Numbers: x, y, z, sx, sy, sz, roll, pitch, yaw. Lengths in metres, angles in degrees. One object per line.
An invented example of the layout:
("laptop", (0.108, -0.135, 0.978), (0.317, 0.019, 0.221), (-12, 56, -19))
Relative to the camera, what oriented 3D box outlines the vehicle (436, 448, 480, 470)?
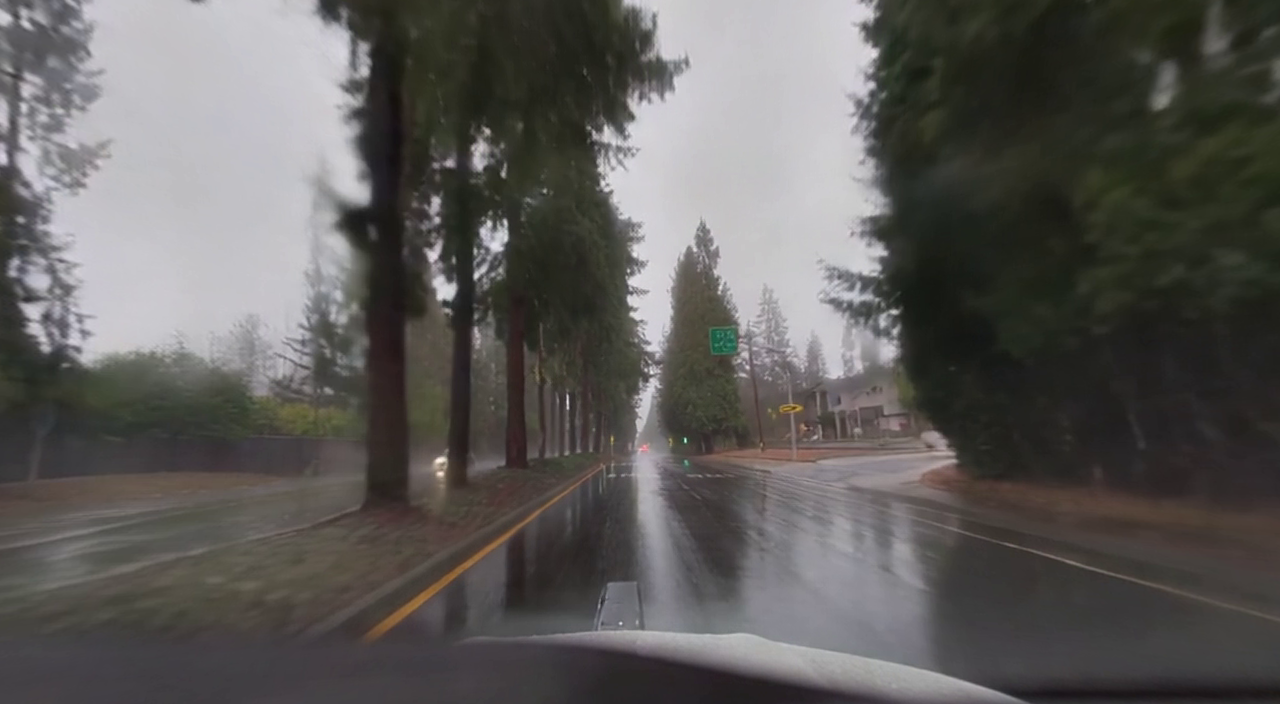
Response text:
("vehicle", (-13.617, 8.038, 47.504), (1.924, 1.528, 4.731), (0, -9, 0))
